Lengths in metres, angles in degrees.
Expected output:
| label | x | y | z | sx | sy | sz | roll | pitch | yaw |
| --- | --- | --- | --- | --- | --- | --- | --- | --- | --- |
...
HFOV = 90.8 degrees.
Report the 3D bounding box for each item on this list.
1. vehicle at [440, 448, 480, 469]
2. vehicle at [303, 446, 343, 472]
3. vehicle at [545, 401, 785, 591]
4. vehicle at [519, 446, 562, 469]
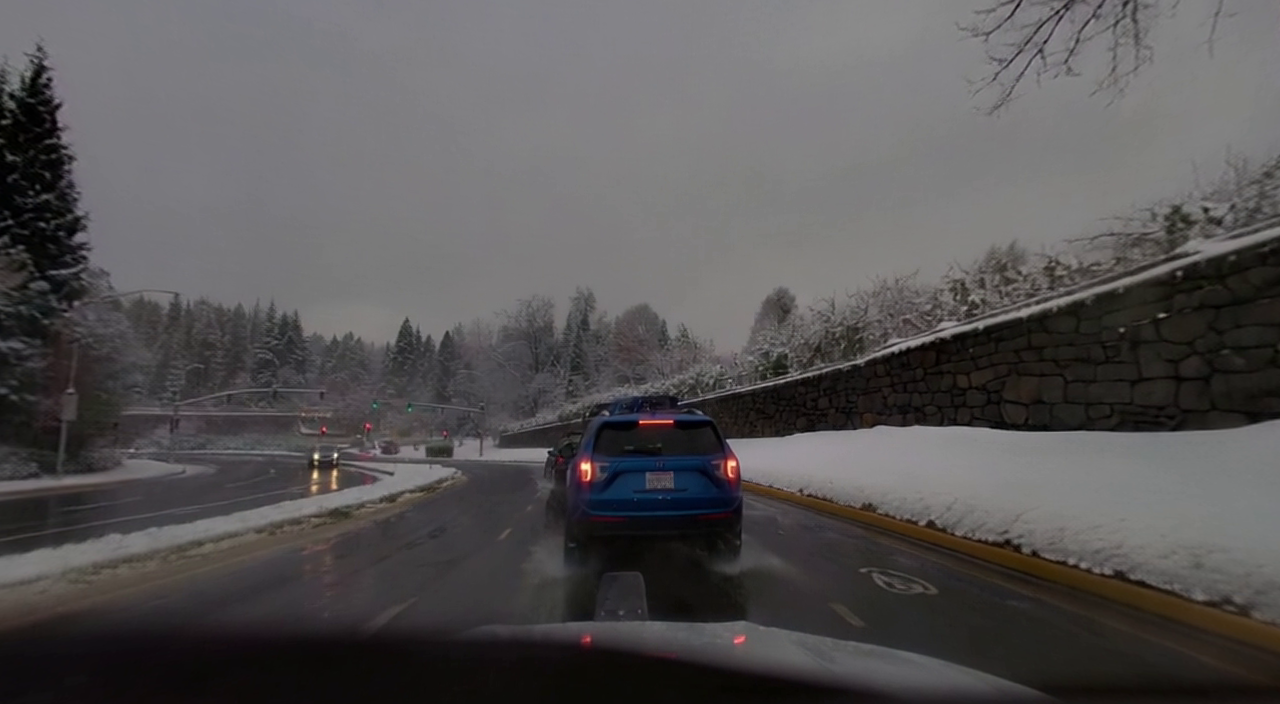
| label | x | y | z | sx | sy | sz | roll | pitch | yaw |
| --- | --- | --- | --- | --- | --- | --- | --- | --- | --- |
| vehicle | -13.421 | 7.863 | 46.948 | 2.023 | 1.474 | 4.286 | 4 | -9 | -26 |
| vehicle | -22.383 | 7.509 | 44.568 | 2.317 | 1.695 | 4.538 | 4 | -9 | -27 |
| vehicle | 0.067 | 1.669 | 8.205 | 2.287 | 1.762 | 4.269 | 1 | -8 | -5 |
| vehicle | -6.957 | 7.253 | 43.878 | 1.932 | 1.488 | 4.578 | 3 | -9 | -21 |
